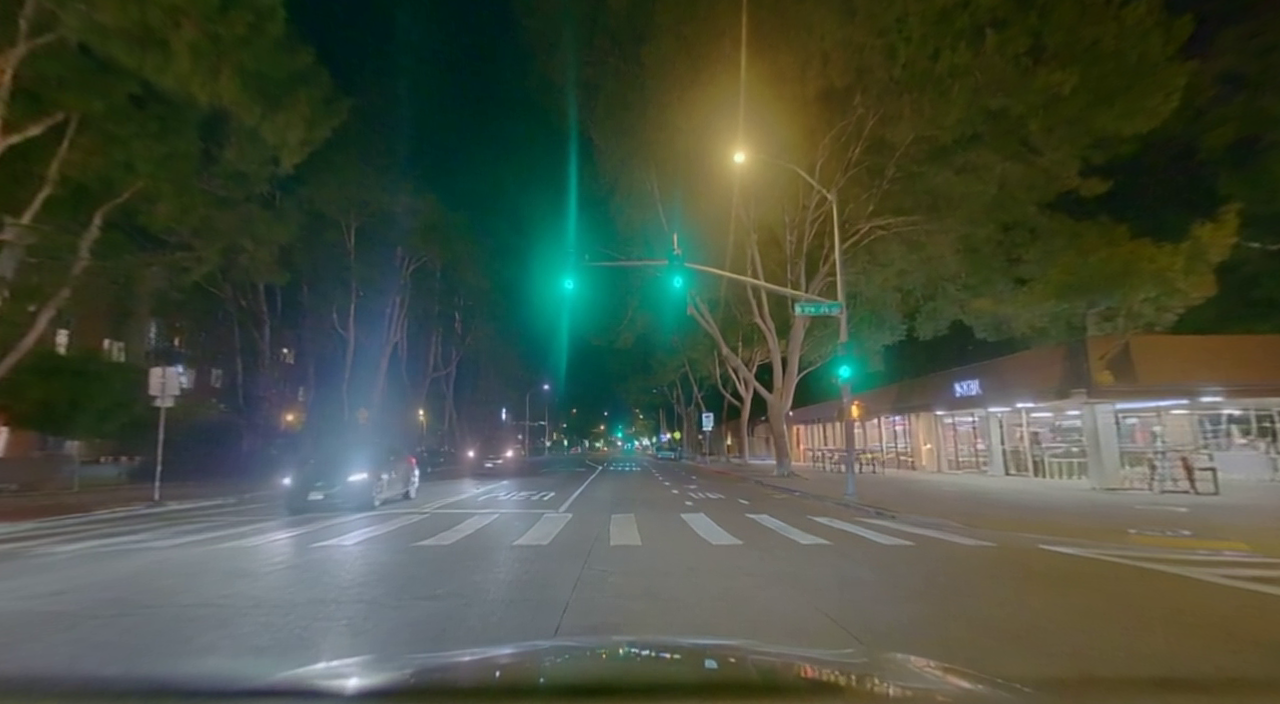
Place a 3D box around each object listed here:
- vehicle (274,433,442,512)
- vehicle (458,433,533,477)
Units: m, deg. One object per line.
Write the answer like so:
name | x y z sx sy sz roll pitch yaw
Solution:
vehicle | -6.508 2.804 15.300 2.019 1.596 4.608 0 -8 -1
vehicle | -6.945 5.013 31.001 2.545 1.943 5.168 0 -8 -2
